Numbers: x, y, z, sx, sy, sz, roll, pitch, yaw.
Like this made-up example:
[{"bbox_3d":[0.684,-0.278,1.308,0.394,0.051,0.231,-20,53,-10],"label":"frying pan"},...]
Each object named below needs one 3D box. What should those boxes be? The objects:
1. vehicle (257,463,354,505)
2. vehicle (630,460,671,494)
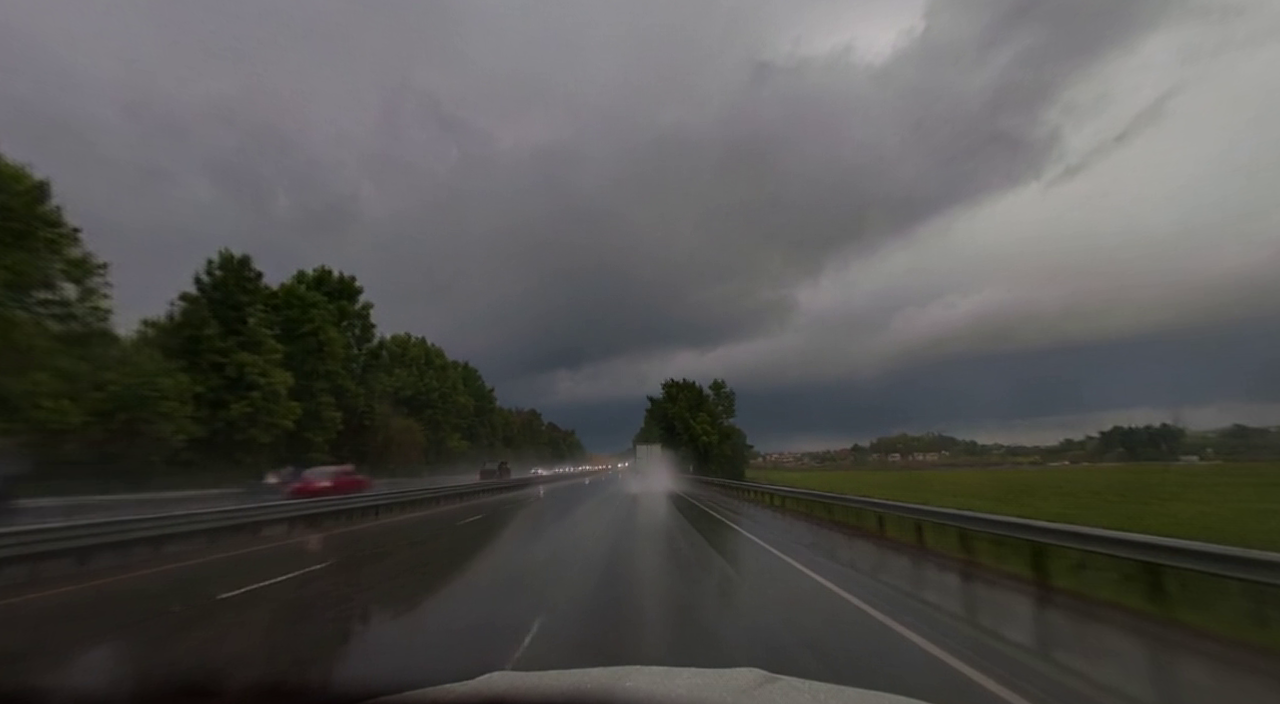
[{"bbox_3d":[-12.143,4.801,23.095,1.679,1.388,3.355,1,-10,0],"label":"vehicle"},{"bbox_3d":[0.518,6.680,33.848,2.048,1.663,4.377,1,-10,0],"label":"vehicle"}]
